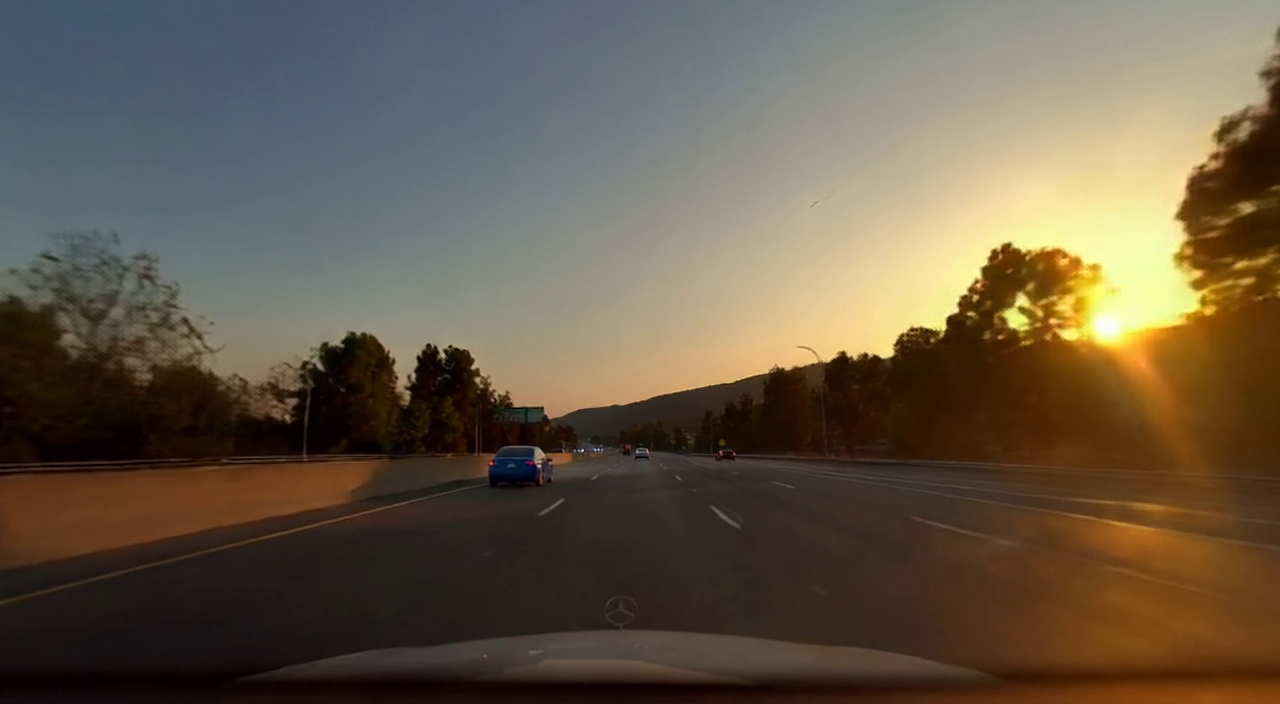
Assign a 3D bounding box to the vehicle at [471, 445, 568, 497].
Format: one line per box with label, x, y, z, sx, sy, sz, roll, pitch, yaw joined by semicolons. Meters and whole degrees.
vehicle;-3.775;3.817;20.650;2.162;1.493;4.583;0;-9;1
